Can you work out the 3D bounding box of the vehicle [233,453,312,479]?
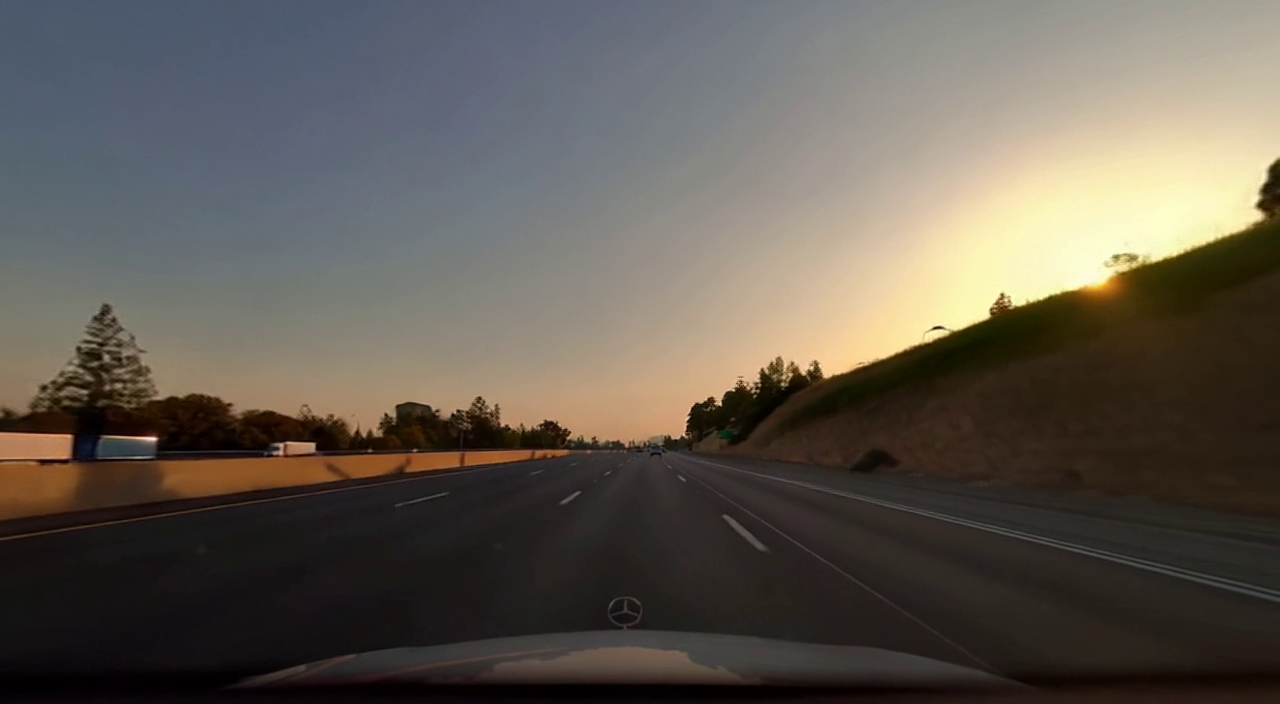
[{"bbox_3d":[-21.957,6.821,37.928,1.900,1.475,4.609,0,-9,1],"label":"vehicle"}]
